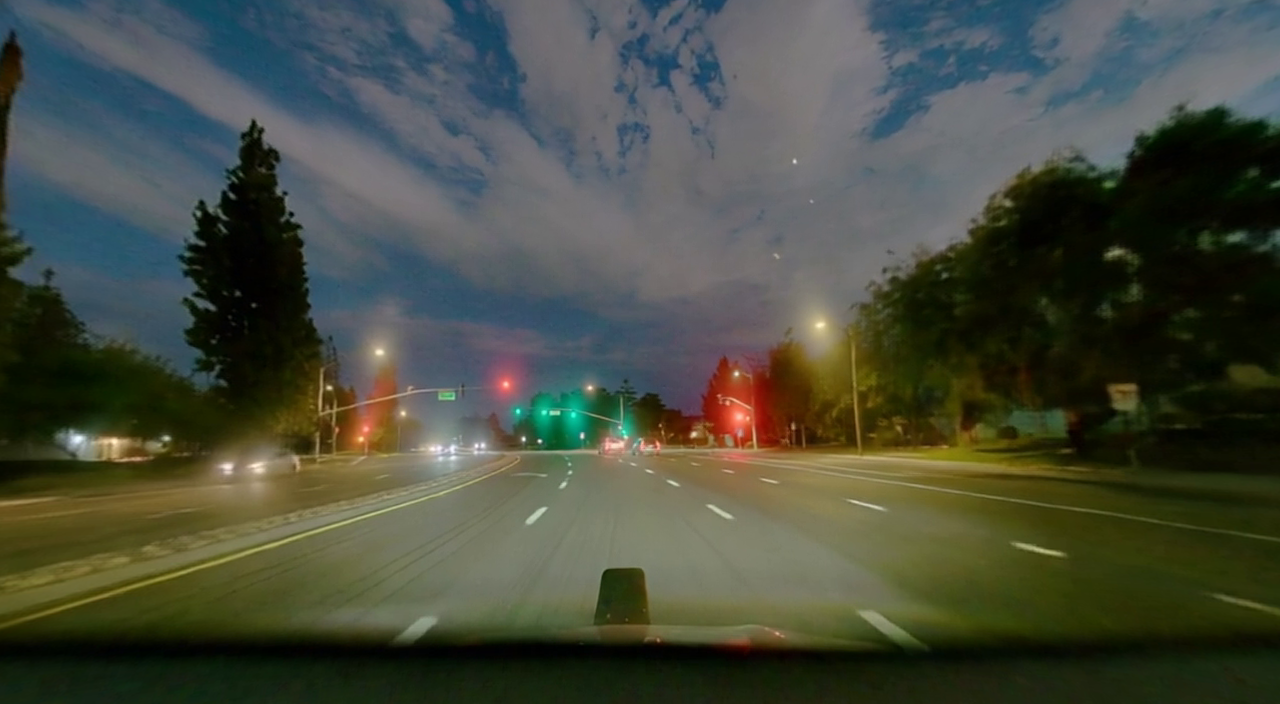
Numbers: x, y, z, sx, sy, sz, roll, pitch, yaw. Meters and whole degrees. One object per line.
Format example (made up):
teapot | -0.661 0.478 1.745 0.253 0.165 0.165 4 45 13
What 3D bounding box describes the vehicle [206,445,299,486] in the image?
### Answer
vehicle | -17.851 5.192 29.284 1.939 1.715 4.310 1 -8 -6
